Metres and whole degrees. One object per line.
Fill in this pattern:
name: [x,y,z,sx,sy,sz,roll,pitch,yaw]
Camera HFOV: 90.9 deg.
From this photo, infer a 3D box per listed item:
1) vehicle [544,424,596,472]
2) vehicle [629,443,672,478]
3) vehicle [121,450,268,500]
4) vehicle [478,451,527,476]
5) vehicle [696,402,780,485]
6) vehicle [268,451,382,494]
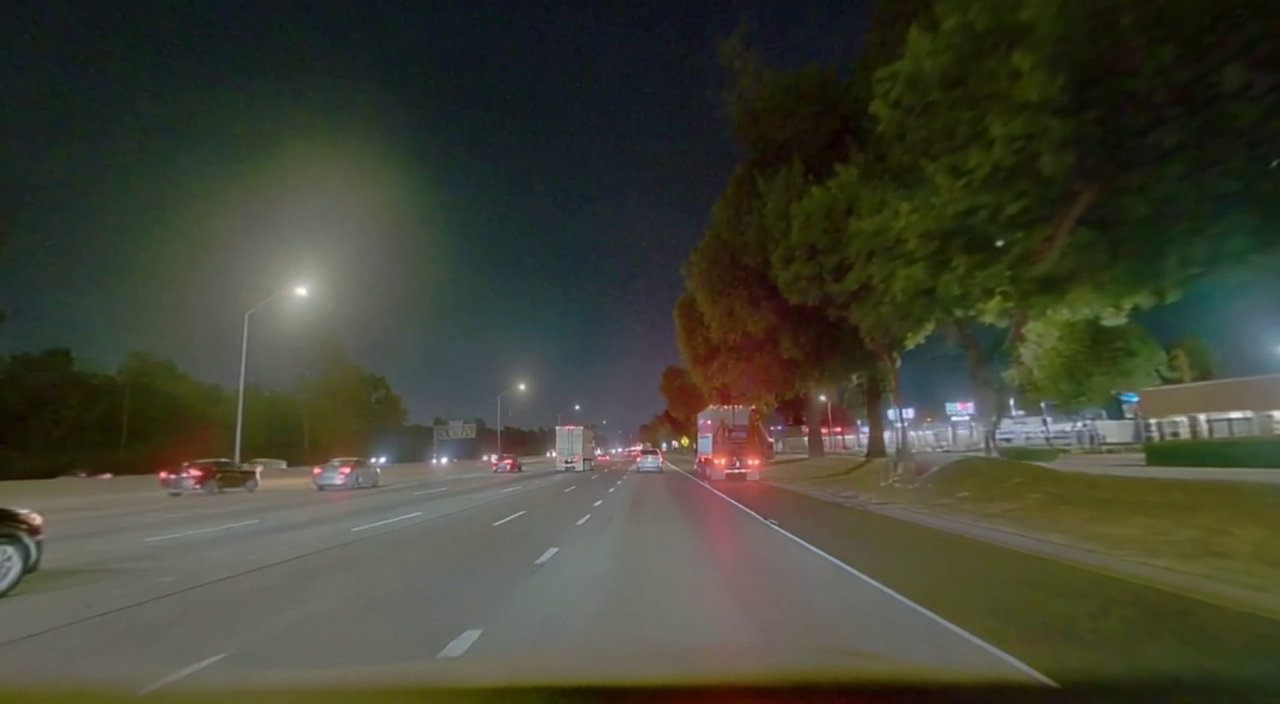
vehicle: [-5.324,7.502,49.589,2.796,3.426,8.553,0,-8,2]
vehicle: [0.599,6.113,35.832,2.227,1.794,4.646,0,-8,1]
vehicle: [-16.150,4.455,23.245,1.885,1.591,4.599,-1,-8,3]
vehicle: [-8.810,7.157,40.855,1.929,1.477,4.746,-1,-8,3]
vehicle: [5.202,5.292,36.088,2.801,3.732,11.836,-4,-9,0]
vehicle: [-12.382,4.752,25.221,1.928,1.480,4.823,-1,-8,3]
